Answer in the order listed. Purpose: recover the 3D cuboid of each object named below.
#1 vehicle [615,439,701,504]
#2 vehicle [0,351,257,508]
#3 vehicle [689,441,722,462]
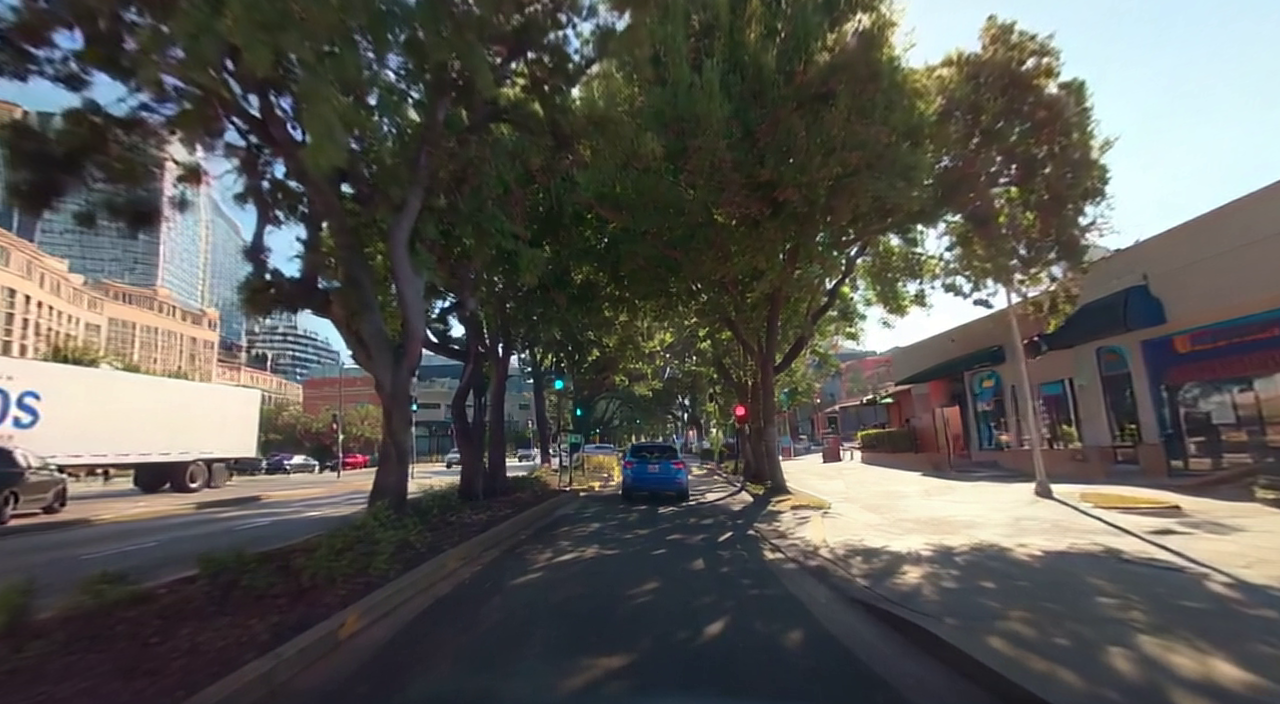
[{"bbox_3d":[0.501,3.064,16.626,2.006,1.470,3.799,-1,-8,3],"label":"vehicle"},{"bbox_3d":[-17.433,2.224,17.926,2.792,4.025,11.784,-3,-9,20],"label":"vehicle"},{"bbox_3d":[4.906,7.329,46.689,2.012,1.468,4.169,-2,-9,11],"label":"vehicle"}]
